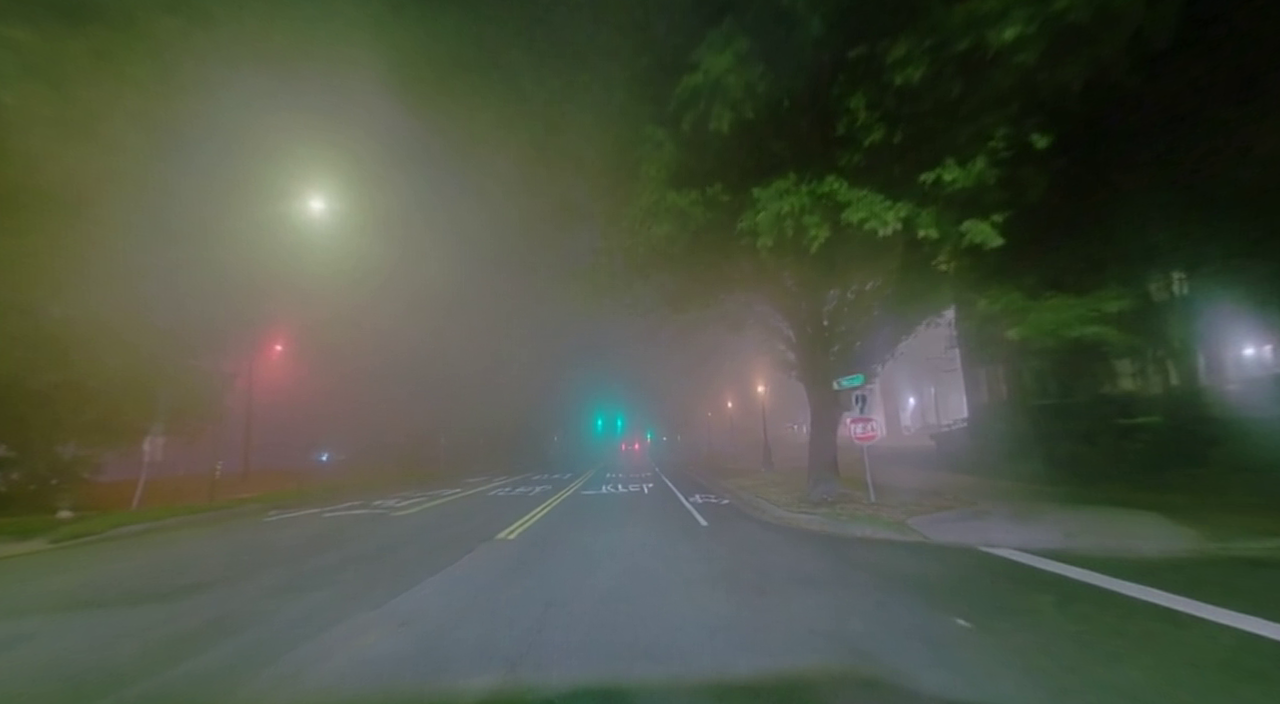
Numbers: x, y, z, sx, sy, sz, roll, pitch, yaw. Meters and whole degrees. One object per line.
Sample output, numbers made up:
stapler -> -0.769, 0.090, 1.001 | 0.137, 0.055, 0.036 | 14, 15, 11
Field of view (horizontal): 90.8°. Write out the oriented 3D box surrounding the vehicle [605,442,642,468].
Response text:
vehicle -> -1.018, 6.309, 38.996 | 2.131, 1.474, 4.146 | 0, -8, -1
